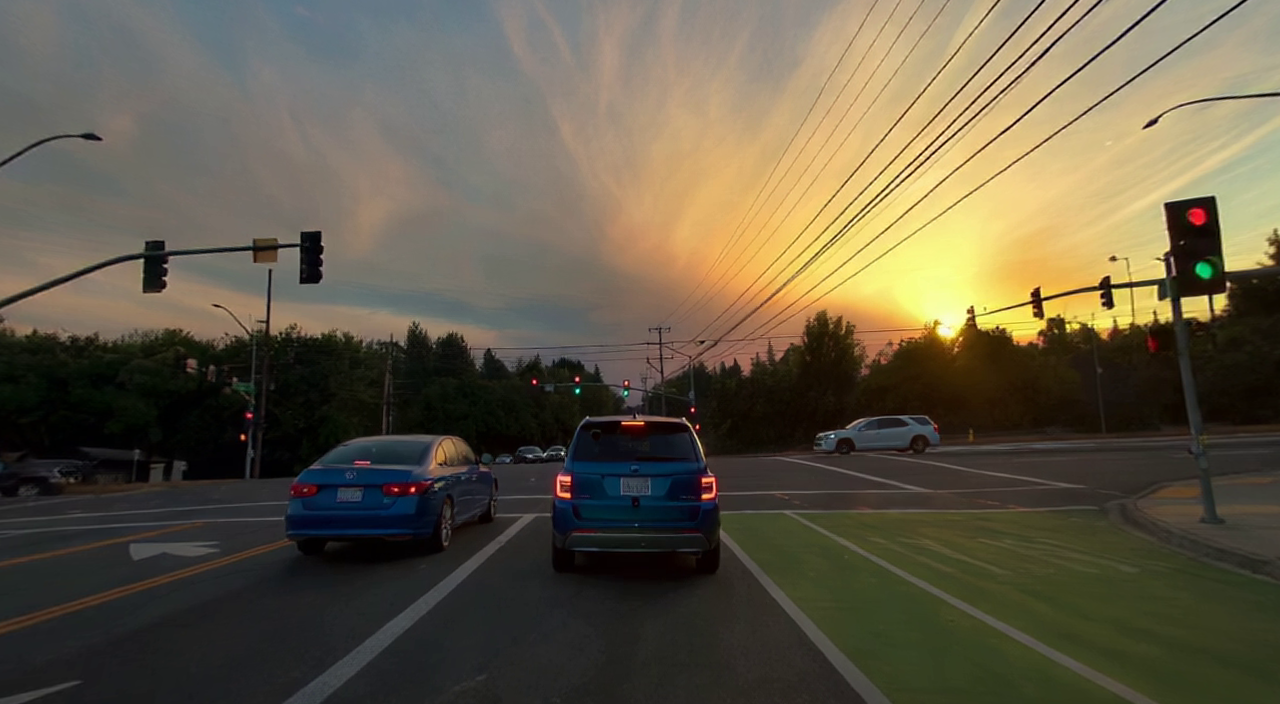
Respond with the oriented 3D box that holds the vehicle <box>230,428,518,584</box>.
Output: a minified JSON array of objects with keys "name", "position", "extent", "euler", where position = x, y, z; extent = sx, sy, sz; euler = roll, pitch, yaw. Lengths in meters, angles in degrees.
[{"name":"vehicle","position":[-2.934,1.765,8.015],"extent":[1.969,1.486,3.702],"euler":[0,-8,1]}]

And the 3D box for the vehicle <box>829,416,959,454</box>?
[{"name":"vehicle","position":[13.845,4.601,34.831],"extent":[6.143,1.944,2.229],"euler":[-1,-8,5]}]

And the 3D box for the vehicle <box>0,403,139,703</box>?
[{"name":"vehicle","position":[-3.349,0.662,0.439],"extent":[1.928,1.488,4.936],"euler":[0,-8,0]}]

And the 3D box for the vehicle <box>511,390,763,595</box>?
[{"name":"vehicle","position":[-0.055,1.519,7.606],"extent":[2.182,1.773,4.041],"euler":[0,-8,-1]}]
